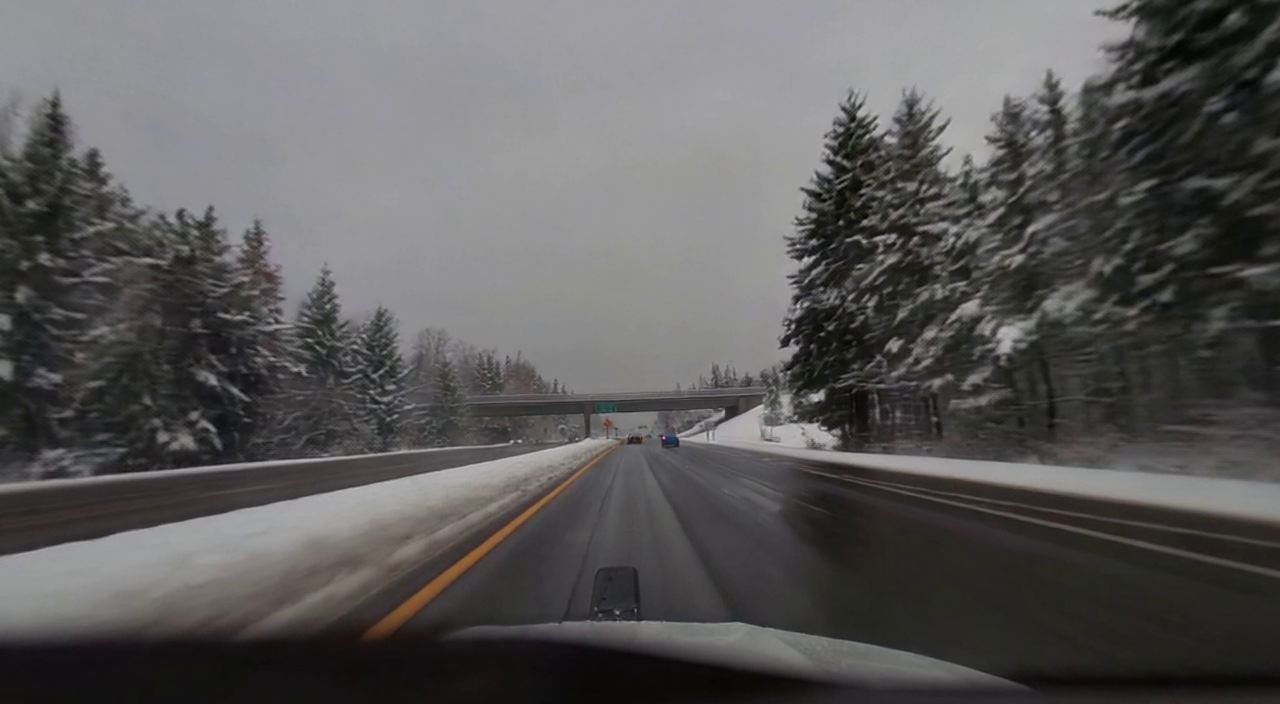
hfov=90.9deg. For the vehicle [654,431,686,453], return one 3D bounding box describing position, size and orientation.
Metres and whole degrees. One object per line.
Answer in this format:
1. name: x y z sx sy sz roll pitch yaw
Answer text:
1. vehicle: 2.107 6.417 44.969 1.981 1.490 3.449 0 -8 -3
